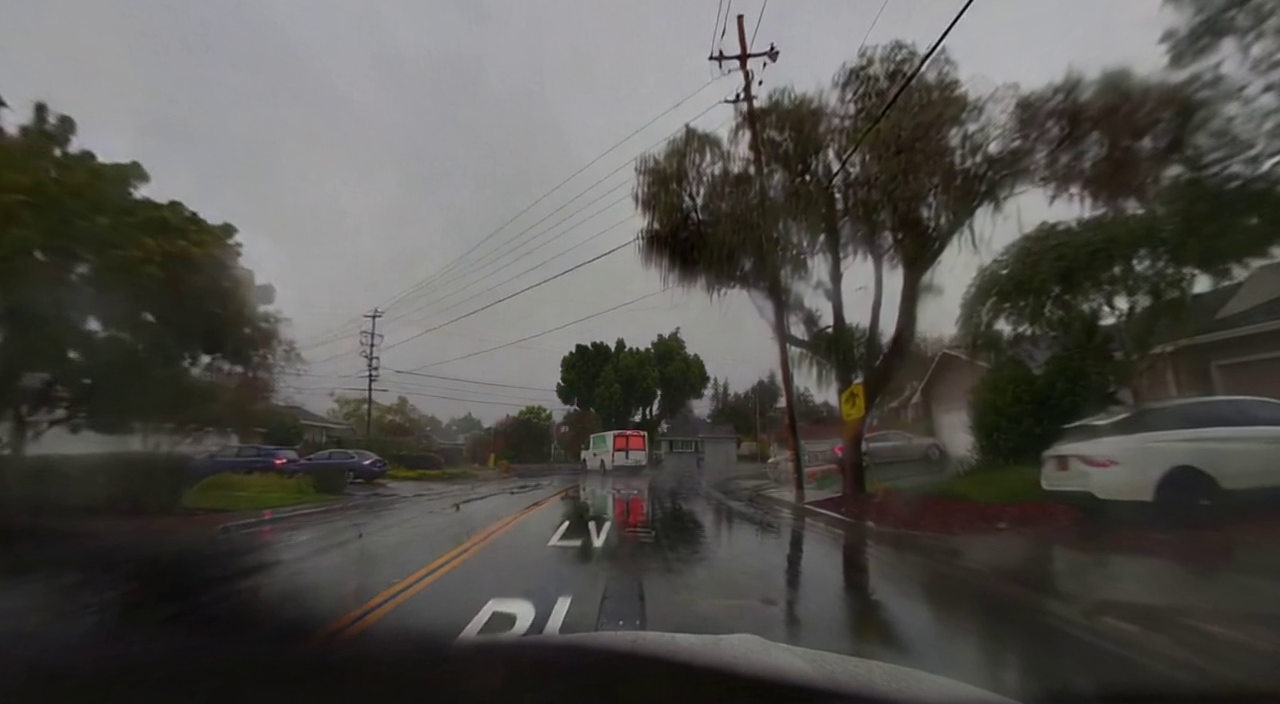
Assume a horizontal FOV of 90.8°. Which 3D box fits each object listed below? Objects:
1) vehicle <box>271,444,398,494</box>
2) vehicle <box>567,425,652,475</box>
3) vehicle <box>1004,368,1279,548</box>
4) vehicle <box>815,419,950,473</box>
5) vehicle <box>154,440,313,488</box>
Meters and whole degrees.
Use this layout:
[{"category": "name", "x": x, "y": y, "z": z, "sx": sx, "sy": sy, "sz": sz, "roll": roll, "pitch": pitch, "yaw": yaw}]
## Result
[{"category": "vehicle", "x": -13.483, "y": 5.231, "z": 28.141, "sx": 4.550, "sy": 1.655, "sz": 2.143, "roll": -5, "pitch": -15, "yaw": -1}, {"category": "vehicle", "x": -2.233, "y": 6.641, "z": 43.030, "sx": 2.929, "sy": 3.058, "sz": 7.559, "roll": 5, "pitch": -10, "yaw": -26}, {"category": "vehicle", "x": 8.243, "y": 1.356, "z": 9.114, "sx": 4.584, "sy": 1.817, "sz": 2.018, "roll": -8, "pitch": -8, "yaw": -5}, {"category": "vehicle", "x": 10.044, "y": 3.967, "z": 26.503, "sx": 4.658, "sy": 1.536, "sz": 2.090, "roll": -8, "pitch": -11, "yaw": 1}, {"category": "vehicle", "x": -16.282, "y": 4.500, "z": 25.532, "sx": 4.881, "sy": 1.828, "sz": 2.111, "roll": 0, "pitch": -9, "yaw": -2}]
